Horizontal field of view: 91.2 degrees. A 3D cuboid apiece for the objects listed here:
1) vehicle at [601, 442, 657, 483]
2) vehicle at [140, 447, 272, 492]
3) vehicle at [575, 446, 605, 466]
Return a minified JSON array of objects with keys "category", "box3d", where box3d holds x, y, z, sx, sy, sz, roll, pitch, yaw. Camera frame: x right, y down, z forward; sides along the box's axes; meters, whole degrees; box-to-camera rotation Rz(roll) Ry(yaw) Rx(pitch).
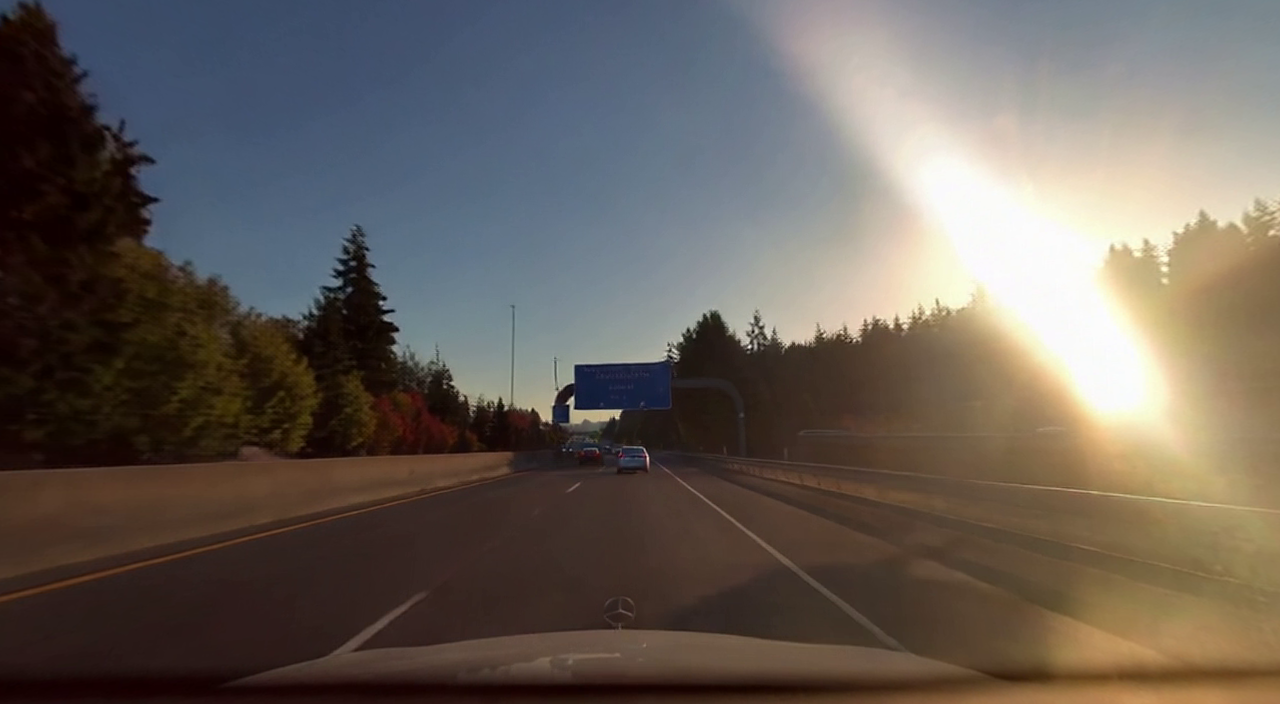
[{"category":"vehicle","box3d":[-0.430,4.424,25.306,2.066,1.490,3.759,-1,-9,0]},{"category":"vehicle","box3d":[-17.300,4.668,25.315,2.006,1.602,4.622,-1,-9,0]},{"category":"vehicle","box3d":[-3.833,8.020,48.466,1.994,1.470,3.752,-1,-9,0]}]
